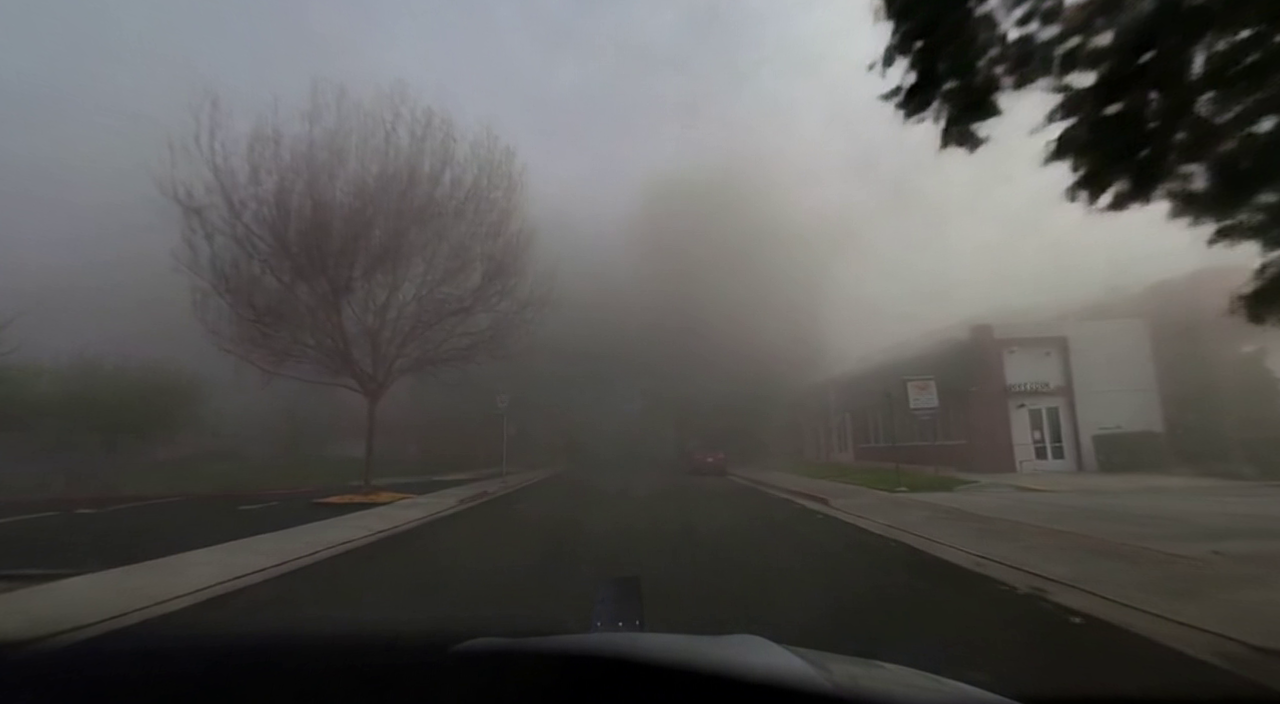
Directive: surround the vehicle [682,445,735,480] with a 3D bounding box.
[{"bbox_3d":[3.159,5.213,30.168,2.064,1.532,4.596,0,-8,1],"label":"vehicle"}]
